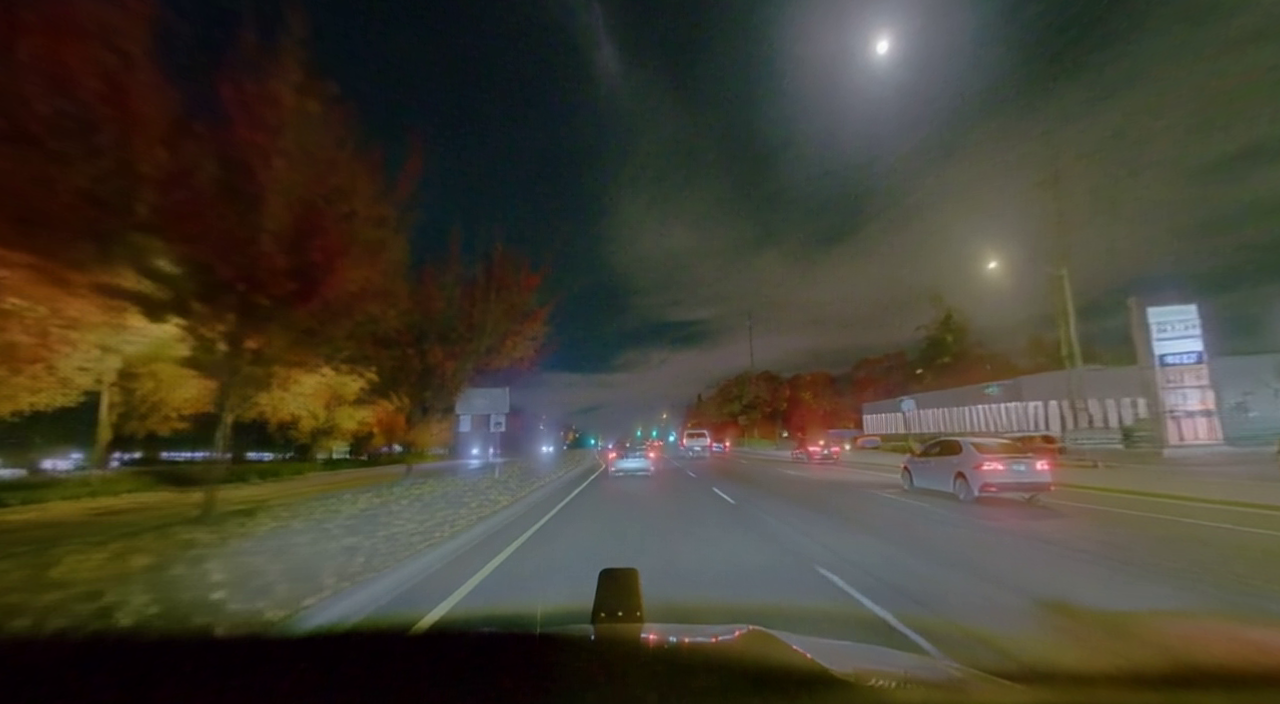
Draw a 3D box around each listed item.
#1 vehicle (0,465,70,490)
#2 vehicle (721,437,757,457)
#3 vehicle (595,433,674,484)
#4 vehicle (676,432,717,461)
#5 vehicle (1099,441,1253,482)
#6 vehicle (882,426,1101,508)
[{"bbox_3d":[-44.550,9.117,45.990,3.961,1.678,2.032,1,-8,-4],"label":"vehicle"},{"bbox_3d":[7.507,7.261,48.293,2.061,1.460,3.948,0,-8,-1],"label":"vehicle"},{"bbox_3d":[-0.198,3.420,20.556,2.289,1.471,4.477,0,-8,-1],"label":"vehicle"},{"bbox_3d":[3.596,6.151,41.254,2.188,1.760,4.297,0,-8,-1],"label":"vehicle"},{"bbox_3d":[21.127,4.308,25.244,1.920,1.458,4.704,0,-8,-2],"label":"vehicle"},{"bbox_3d":[7.391,2.468,14.032,2.111,1.493,4.639,0,-8,-1],"label":"vehicle"}]
